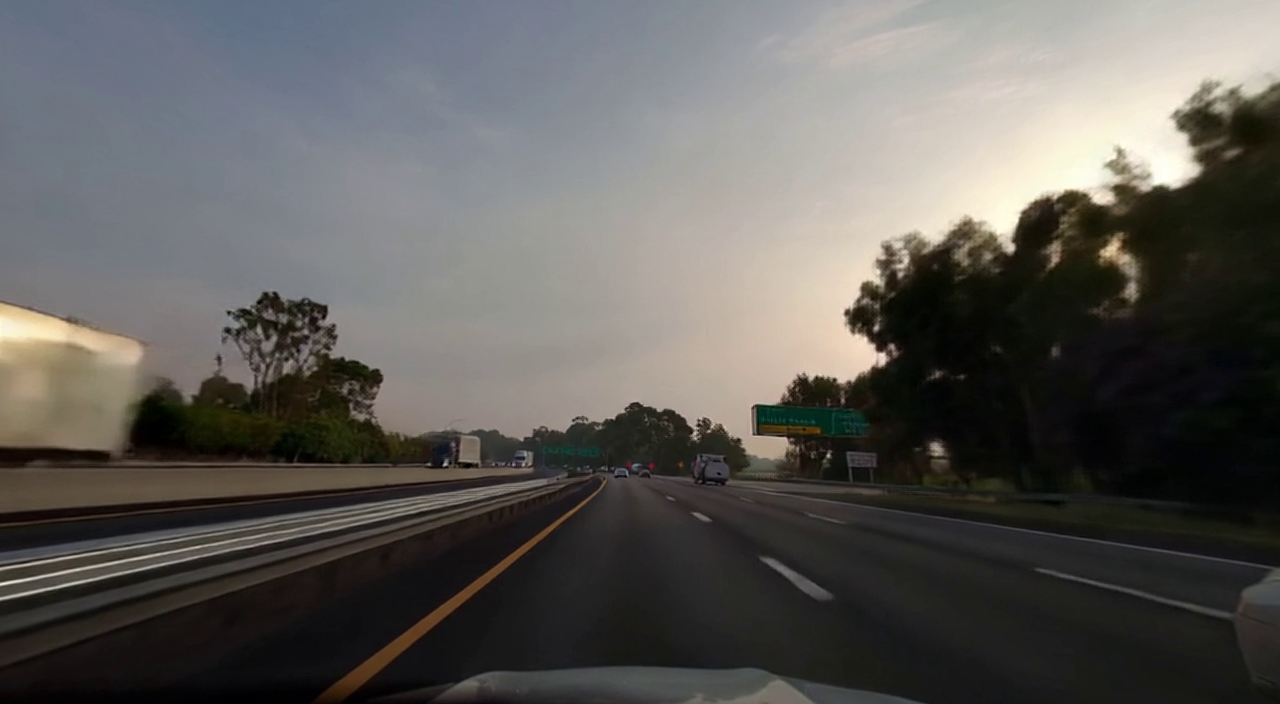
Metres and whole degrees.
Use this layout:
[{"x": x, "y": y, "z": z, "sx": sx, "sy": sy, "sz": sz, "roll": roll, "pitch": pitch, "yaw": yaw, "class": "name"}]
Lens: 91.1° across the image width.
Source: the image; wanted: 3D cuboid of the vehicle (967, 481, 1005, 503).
[{"x": 25.953, "y": 10.504, "z": 47.196, "sx": 1.701, "sy": 1.471, "sz": 3.592, "roll": -2, "pitch": -11, "yaw": 16, "class": "vehicle"}]

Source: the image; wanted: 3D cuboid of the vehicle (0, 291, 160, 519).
[{"x": -12.949, "y": 0.351, "z": 8.097, "sx": 2.879, "sy": 4.072, "sz": 13.916, "roll": 1, "pitch": -10, "yaw": -2, "class": "vehicle"}]
